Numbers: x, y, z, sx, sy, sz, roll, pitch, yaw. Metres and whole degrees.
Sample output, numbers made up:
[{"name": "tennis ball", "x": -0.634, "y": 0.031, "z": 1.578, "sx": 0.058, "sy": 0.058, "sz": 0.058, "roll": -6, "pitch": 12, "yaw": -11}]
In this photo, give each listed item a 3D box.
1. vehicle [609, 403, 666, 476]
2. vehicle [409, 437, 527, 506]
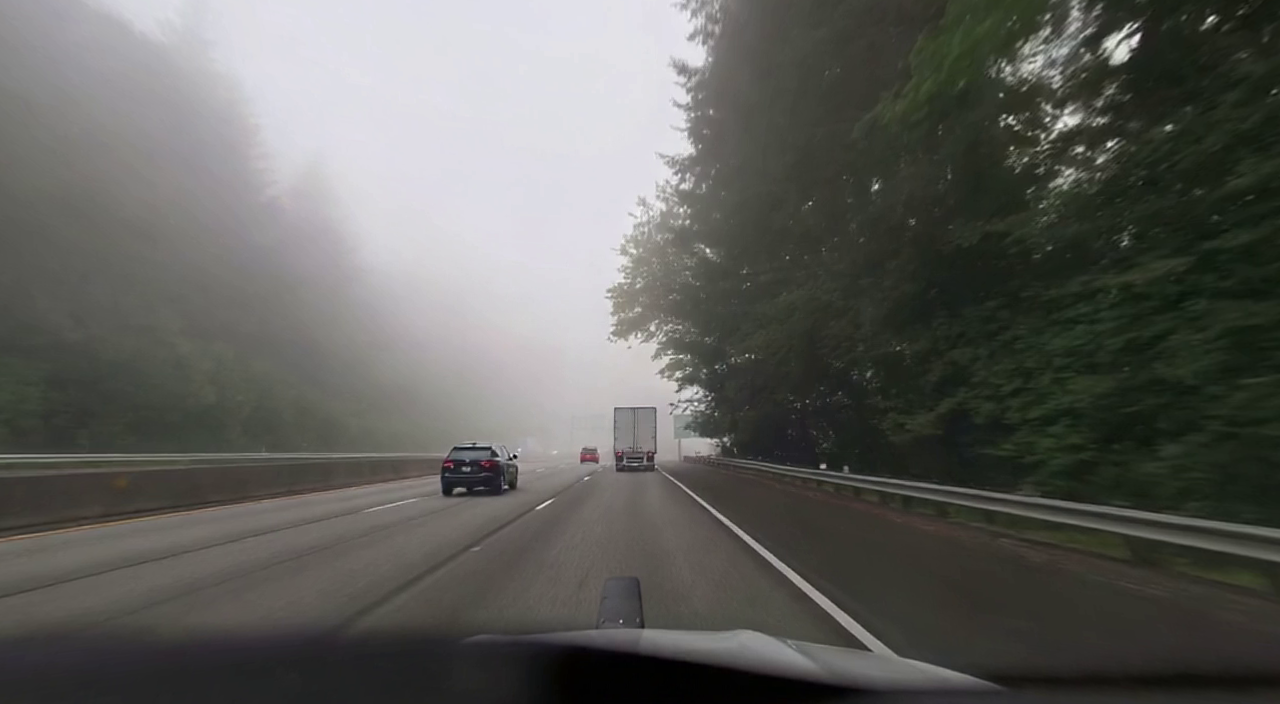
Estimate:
[{"name": "vehicle", "x": -0.302, "y": 5.564, "z": 39.359, "sx": 2.976, "sy": 3.800, "sz": 12.335, "roll": 0, "pitch": -9, "yaw": -1}, {"name": "vehicle", "x": -4.330, "y": 3.086, "z": 16.597, "sx": 1.964, "sy": 1.556, "sz": 4.071, "roll": 0, "pitch": -9, "yaw": 0}]
